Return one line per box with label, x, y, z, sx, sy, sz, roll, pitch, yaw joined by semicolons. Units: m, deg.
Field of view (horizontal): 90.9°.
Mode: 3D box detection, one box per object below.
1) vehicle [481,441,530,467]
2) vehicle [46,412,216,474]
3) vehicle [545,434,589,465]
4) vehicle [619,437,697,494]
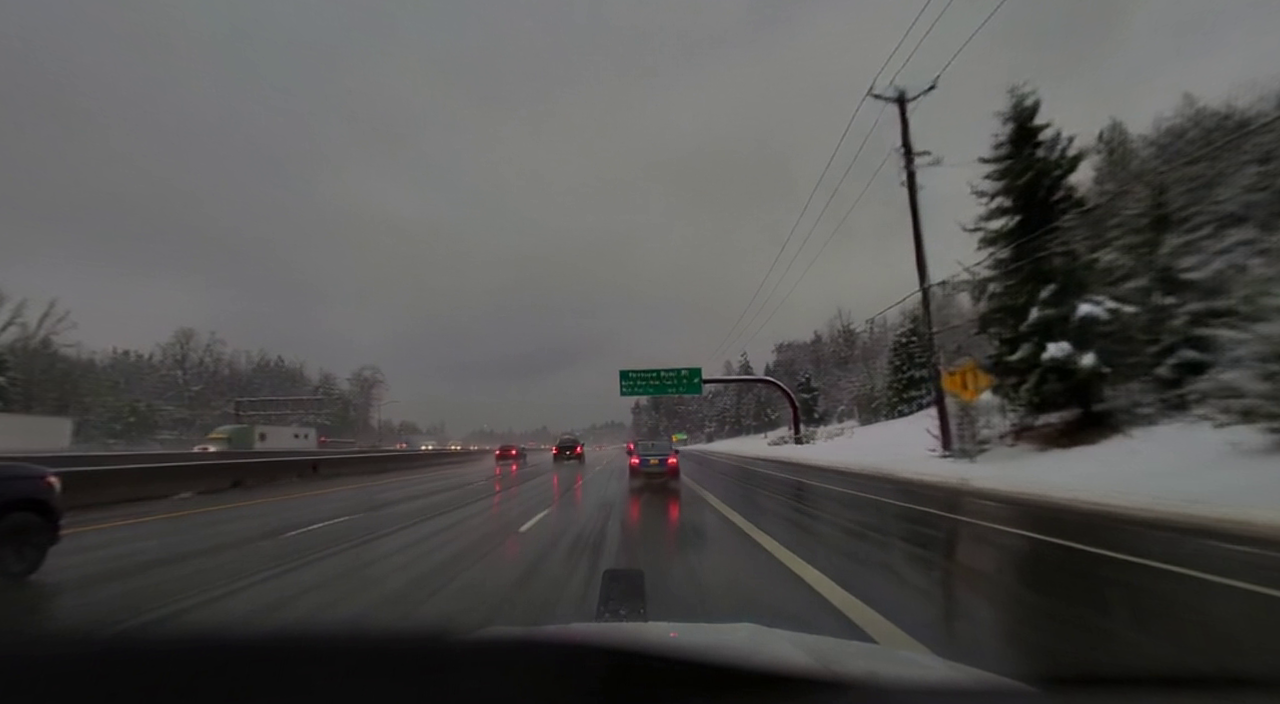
vehicle;-8.119;6.196;38.438;1.974;1.464;4.733;0;-8;-1
vehicle;-29.091;5.319;36.819;2.815;3.121;8.954;0;-8;-3
vehicle;-4.426;5.978;38.872;2.289;1.777;4.534;0;-8;-2
vehicle;0.423;3.310;18.816;2.082;1.482;4.126;0;-8;-1
